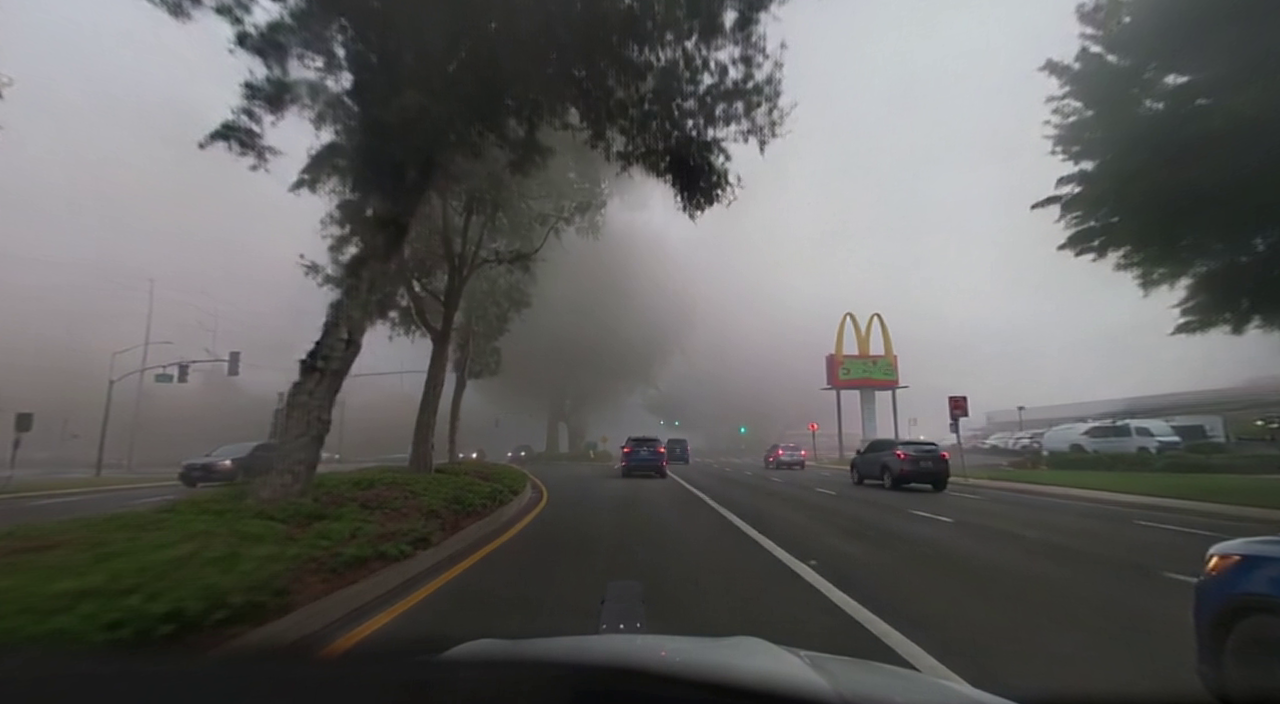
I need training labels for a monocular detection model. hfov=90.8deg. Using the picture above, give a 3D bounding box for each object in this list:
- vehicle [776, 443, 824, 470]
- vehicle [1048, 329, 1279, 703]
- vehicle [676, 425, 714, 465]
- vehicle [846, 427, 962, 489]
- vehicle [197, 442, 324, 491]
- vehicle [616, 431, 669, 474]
[{"bbox_3d":[9.345,6.106,37.127,1.879,1.517,4.006,0,-8,2],"label":"vehicle"},{"bbox_3d":[3.481,0.636,1.477,2.076,1.716,4.416,0,-8,0],"label":"vehicle"},{"bbox_3d":[3.774,6.528,44.371,2.239,2.586,4.586,0,-8,0],"label":"vehicle"},{"bbox_3d":[8.378,3.410,20.535,1.977,1.786,4.344,0,-8,2],"label":"vehicle"},{"bbox_3d":[-14.443,4.370,24.405,2.136,1.676,4.371,-1,-9,0],"label":"vehicle"},{"bbox_3d":[0.063,4.920,31.112,2.402,1.938,4.535,0,-8,-1],"label":"vehicle"}]
